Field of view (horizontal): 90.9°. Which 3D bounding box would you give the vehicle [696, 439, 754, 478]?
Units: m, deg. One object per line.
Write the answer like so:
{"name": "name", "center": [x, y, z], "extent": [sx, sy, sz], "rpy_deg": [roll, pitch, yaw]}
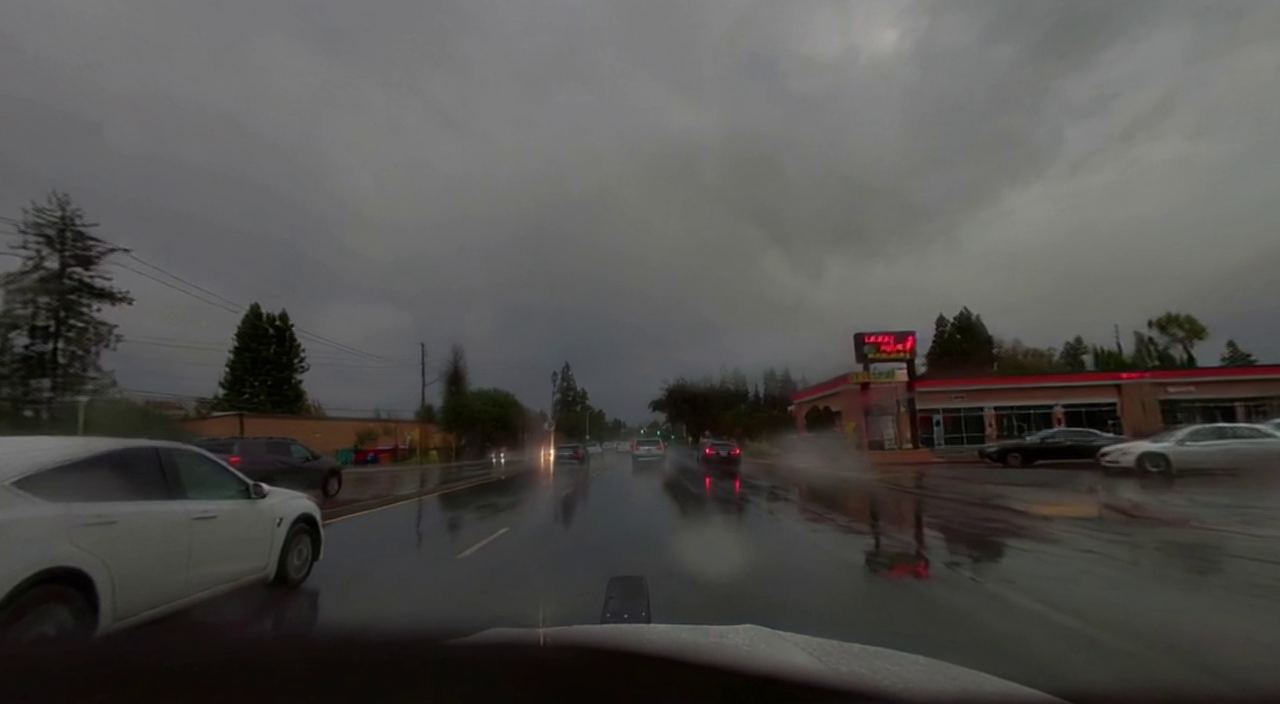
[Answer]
{"name": "vehicle", "center": [3.613, 4.613, 27.472], "extent": [1.922, 1.579, 3.642], "rpy_deg": [1, -9, -1]}

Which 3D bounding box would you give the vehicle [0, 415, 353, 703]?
{"name": "vehicle", "center": [-3.999, 1.245, 4.353], "extent": [1.908, 1.481, 4.351], "rpy_deg": [0, -9, 1]}

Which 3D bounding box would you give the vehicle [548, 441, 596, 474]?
{"name": "vehicle", "center": [-3.613, 5.686, 34.195], "extent": [2.026, 1.665, 4.193], "rpy_deg": [0, -9, 1]}

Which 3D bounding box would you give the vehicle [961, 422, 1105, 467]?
{"name": "vehicle", "center": [16.839, 4.035, 27.302], "extent": [1.945, 1.690, 4.833], "rpy_deg": [1, -9, -27]}

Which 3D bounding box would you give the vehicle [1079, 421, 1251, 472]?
{"name": "vehicle", "center": [16.391, 2.993, 20.009], "extent": [1.891, 1.440, 4.045], "rpy_deg": [1, -9, -1]}

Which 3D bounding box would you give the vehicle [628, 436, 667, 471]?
{"name": "vehicle", "center": [0.421, 5.945, 37.052], "extent": [2.193, 1.873, 4.033], "rpy_deg": [0, -9, 0]}
